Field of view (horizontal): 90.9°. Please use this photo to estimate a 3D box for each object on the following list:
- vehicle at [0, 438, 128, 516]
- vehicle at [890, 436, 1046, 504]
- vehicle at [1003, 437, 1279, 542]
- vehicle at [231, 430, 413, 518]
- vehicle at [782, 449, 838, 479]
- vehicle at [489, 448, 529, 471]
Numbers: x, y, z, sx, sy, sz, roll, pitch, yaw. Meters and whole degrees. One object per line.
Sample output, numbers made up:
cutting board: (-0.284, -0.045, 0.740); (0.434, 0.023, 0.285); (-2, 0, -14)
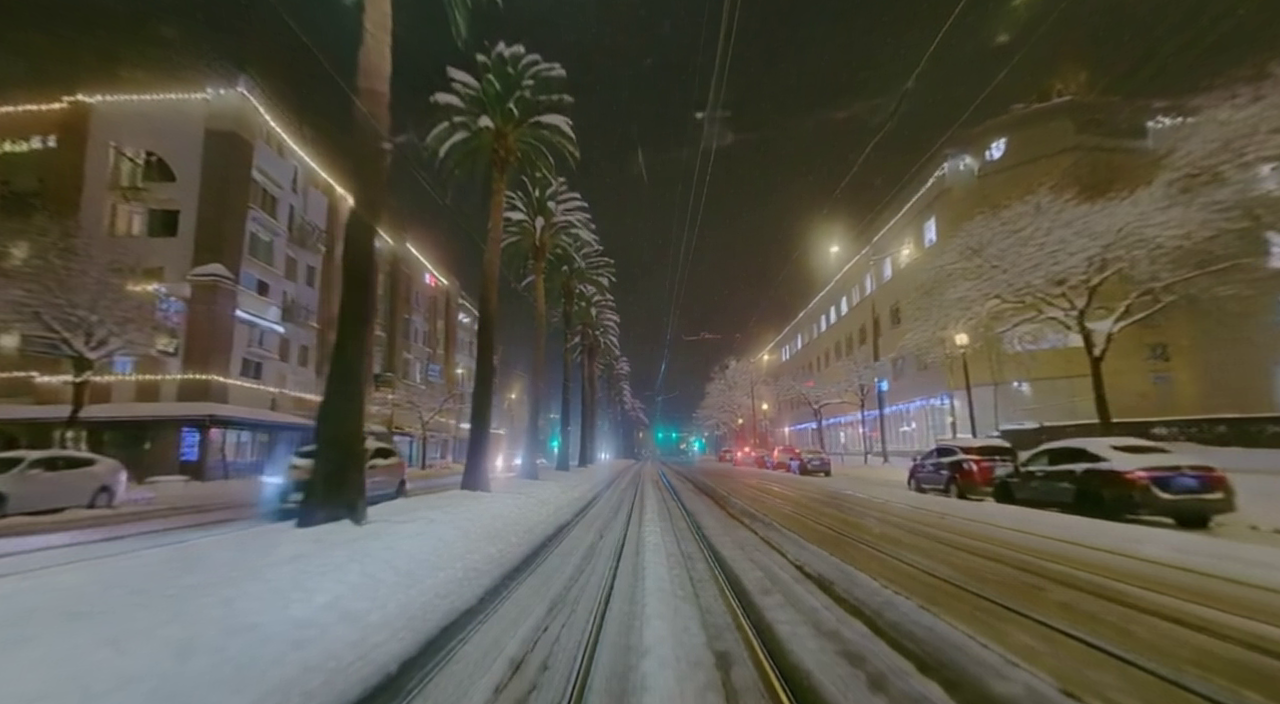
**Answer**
vehicle: (-16.022, 3.109, 15.895); (1.971, 1.818, 4.851); (0, -9, 2)
vehicle: (8.707, 3.155, 17.230); (1.878, 1.605, 4.242); (0, -9, -2)
vehicle: (8.660, 2.283, 11.164); (1.816, 1.488, 4.102); (1, -9, -3)
vehicle: (-7.504, 2.909, 15.548); (2.032, 1.824, 4.557); (0, -9, 1)
vehicle: (8.890, 5.876, 33.300); (1.733, 1.468, 4.326); (0, -9, 0)
vehicle: (-10.233, 8.398, 49.571); (2.042, 1.716, 4.634); (0, -9, 2)
